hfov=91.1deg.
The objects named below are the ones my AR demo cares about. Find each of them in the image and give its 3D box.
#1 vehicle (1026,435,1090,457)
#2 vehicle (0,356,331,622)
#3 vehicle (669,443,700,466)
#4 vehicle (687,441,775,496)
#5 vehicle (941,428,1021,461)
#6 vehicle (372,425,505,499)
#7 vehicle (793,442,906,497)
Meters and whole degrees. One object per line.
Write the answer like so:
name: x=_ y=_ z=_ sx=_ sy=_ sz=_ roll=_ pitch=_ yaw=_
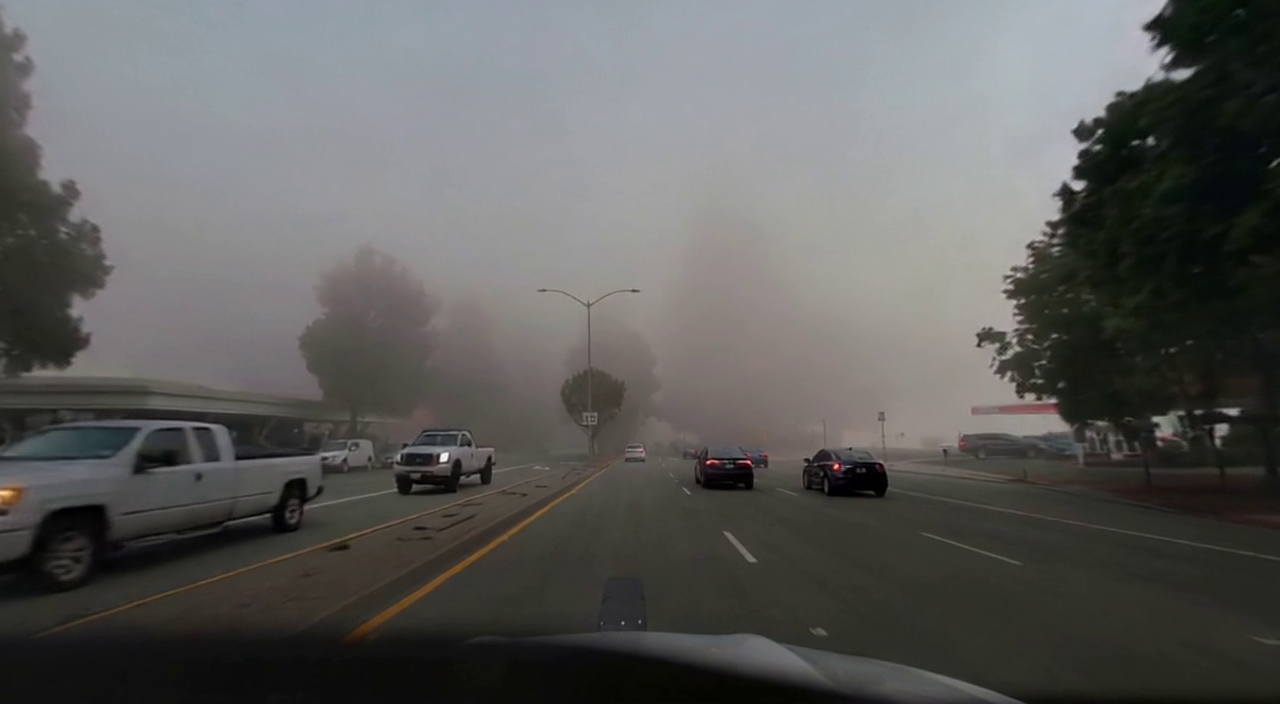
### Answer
vehicle: x=29.224 y=6.584 z=44.044 sx=1.933 sy=1.463 sz=4.033 roll=0 pitch=-8 yaw=4
vehicle: x=-5.669 y=1.307 z=6.704 sx=2.187 sy=1.868 sz=5.181 roll=-1 pitch=-8 yaw=-1
vehicle: x=3.086 y=7.220 z=44.345 sx=1.877 sy=1.502 sz=3.958 roll=0 pitch=-8 yaw=0
vehicle: x=2.668 y=3.513 z=19.501 sx=1.971 sy=1.479 sz=4.493 roll=0 pitch=-8 yaw=-1
vehicle: x=23.763 y=6.507 z=44.093 sx=2.152 sy=2.069 sz=6.067 roll=-1 pitch=-8 yaw=-1
vehicle: x=-5.496 y=3.068 z=18.012 sx=2.016 sy=1.770 sz=5.300 roll=0 pitch=-8 yaw=0
vehicle: x=6.277 y=3.531 z=19.421 sx=1.918 sy=1.484 sz=4.456 roll=0 pitch=-8 yaw=-1
